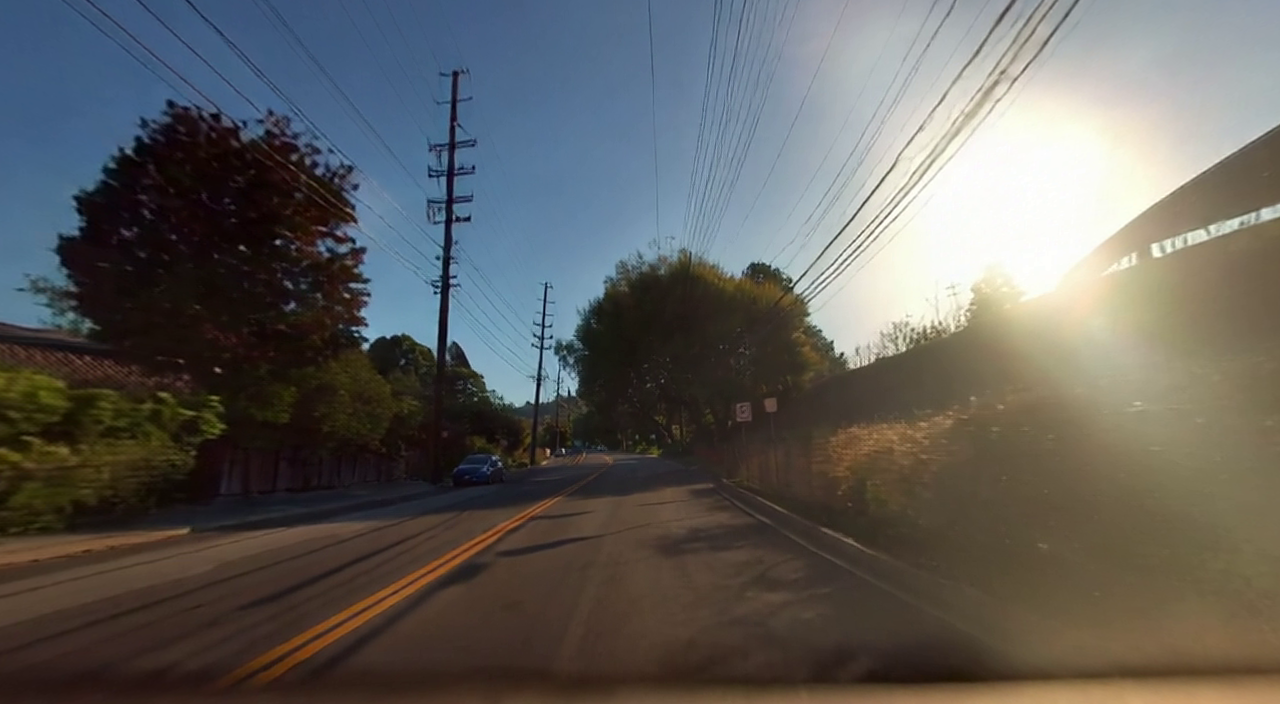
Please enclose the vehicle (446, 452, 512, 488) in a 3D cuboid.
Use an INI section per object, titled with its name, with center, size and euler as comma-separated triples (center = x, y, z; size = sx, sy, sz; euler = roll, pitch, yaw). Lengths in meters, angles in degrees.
[vehicle]
center = -8.195, 6.019, 32.539
size = 2.114, 1.693, 4.468
euler = 0, -9, 1
